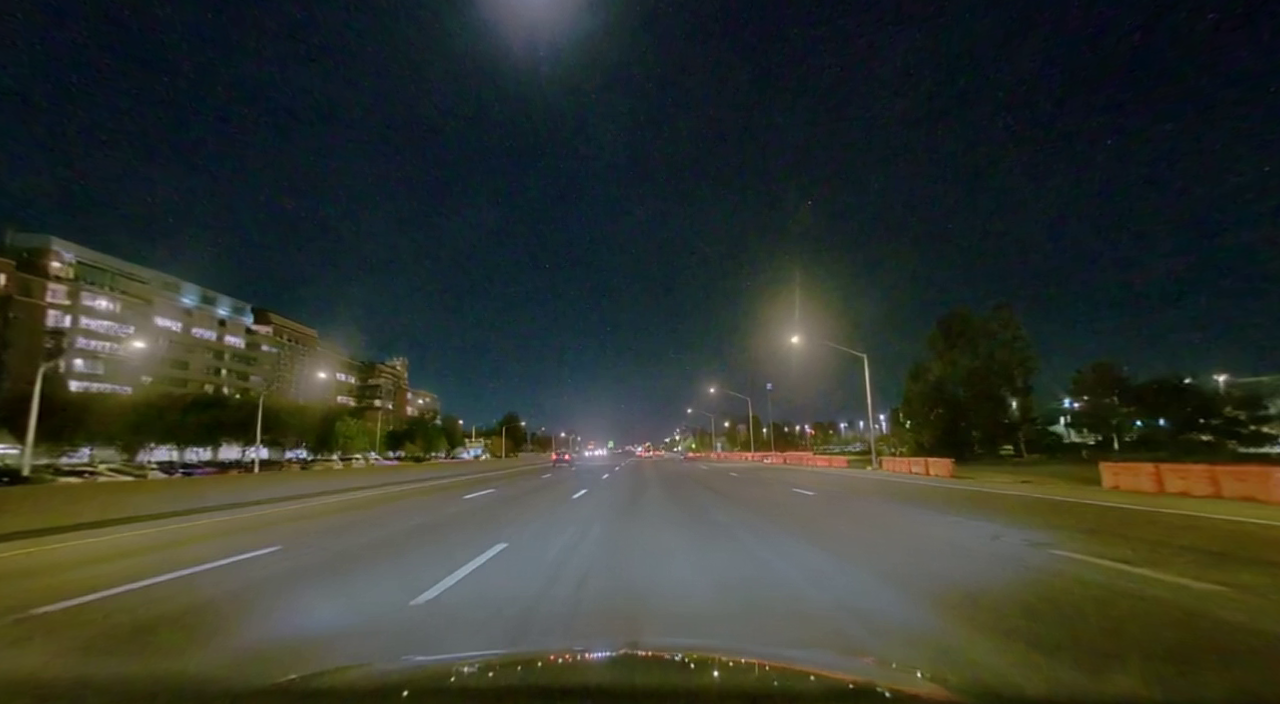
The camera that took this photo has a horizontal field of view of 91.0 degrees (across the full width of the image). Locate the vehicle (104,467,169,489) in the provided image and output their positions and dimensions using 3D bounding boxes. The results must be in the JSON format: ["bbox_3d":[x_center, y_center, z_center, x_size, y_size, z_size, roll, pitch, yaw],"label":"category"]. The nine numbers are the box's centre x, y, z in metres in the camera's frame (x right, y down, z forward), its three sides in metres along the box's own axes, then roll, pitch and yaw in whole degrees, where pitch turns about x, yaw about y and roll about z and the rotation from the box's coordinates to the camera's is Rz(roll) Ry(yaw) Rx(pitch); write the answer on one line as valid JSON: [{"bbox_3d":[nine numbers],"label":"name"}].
[{"bbox_3d":[-39.397,9.865,49.273,4.005,1.443,1.819,-5,-9,14],"label":"vehicle"}]

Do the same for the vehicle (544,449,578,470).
[{"bbox_3d":[-6.144,8.408,49.537,2.034,1.539,4.419,0,-9,1],"label":"vehicle"}]

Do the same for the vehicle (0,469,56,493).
[{"bbox_3d":[-40.982,8.460,41.381,3.676,1.466,1.819,-2,-9,12],"label":"vehicle"}]

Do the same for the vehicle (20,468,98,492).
[{"bbox_3d":[-40.603,8.939,44.003,4.033,1.451,1.834,-4,-9,10],"label":"vehicle"}]

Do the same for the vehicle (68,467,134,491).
[{"bbox_3d":[-39.951,9.415,46.699,3.623,1.465,1.725,-5,-9,11],"label":"vehicle"}]
